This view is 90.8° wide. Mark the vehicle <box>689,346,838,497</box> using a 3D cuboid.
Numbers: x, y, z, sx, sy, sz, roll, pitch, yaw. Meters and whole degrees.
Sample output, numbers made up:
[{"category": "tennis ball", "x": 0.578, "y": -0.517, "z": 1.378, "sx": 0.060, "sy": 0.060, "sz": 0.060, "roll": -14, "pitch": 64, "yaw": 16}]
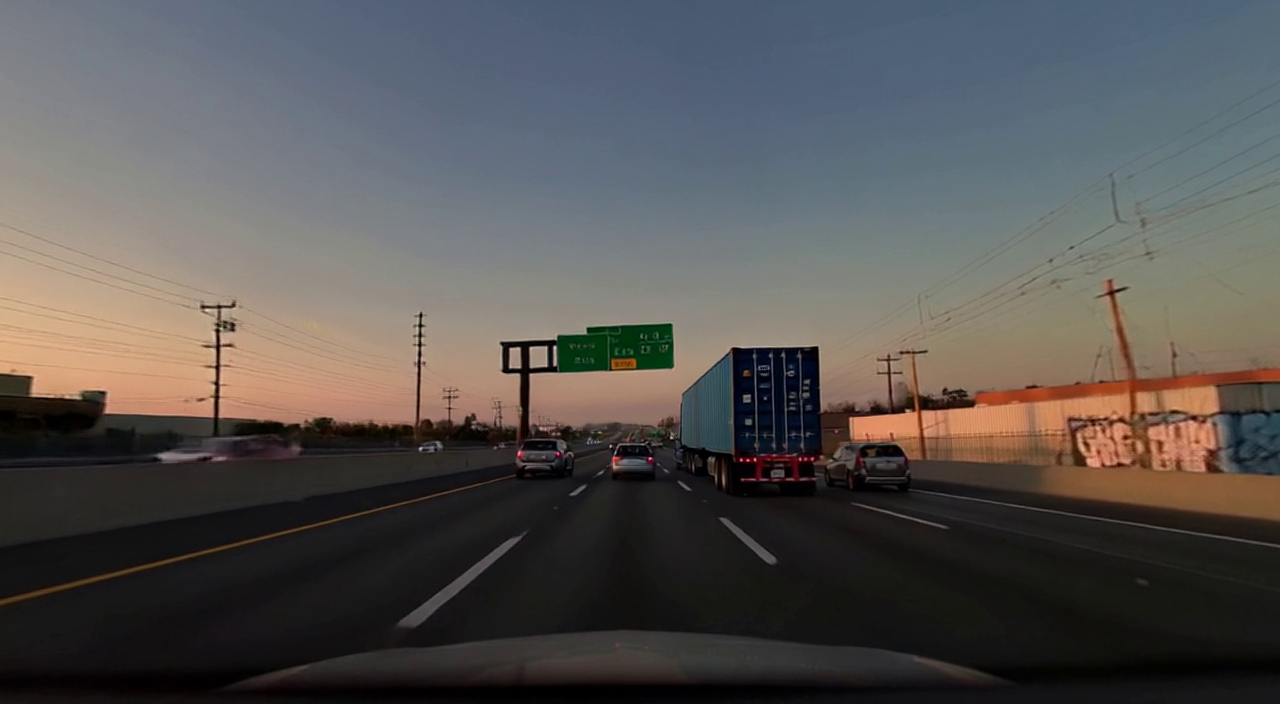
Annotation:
[{"category": "vehicle", "x": 3.814, "y": 2.827, "z": 23.581, "sx": 2.800, "sy": 4.039, "sz": 13.179, "roll": 0, "pitch": -9, "yaw": 0}]

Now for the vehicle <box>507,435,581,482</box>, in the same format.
[{"category": "vehicle", "x": -3.926, "y": 4.445, "z": 26.615, "sx": 2.264, "sy": 1.804, "sz": 4.584, "roll": 0, "pitch": -9, "yaw": 2}]

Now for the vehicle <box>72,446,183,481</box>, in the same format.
[{"category": "vehicle", "x": -24.813, "y": 5.409, "z": 30.815, "sx": 1.844, "sy": 1.559, "sz": 4.302, "roll": 1, "pitch": -9, "yaw": -2}]

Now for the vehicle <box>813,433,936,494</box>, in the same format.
[{"category": "vehicle", "x": 7.423, "y": 3.583, "z": 20.627, "sx": 2.202, "sy": 1.731, "sz": 4.628, "roll": 0, "pitch": -9, "yaw": 0}]

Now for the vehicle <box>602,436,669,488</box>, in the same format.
[{"category": "vehicle", "x": -0.160, "y": 3.907, "z": 22.737, "sx": 2.191, "sy": 1.685, "sz": 4.015, "roll": 0, "pitch": -9, "yaw": 0}]

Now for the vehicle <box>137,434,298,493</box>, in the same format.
[{"category": "vehicle", "x": -12.969, "y": 3.443, "z": 19.846, "sx": 2.019, "sy": 1.587, "sz": 4.565, "roll": 0, "pitch": -9, "yaw": -2}]
